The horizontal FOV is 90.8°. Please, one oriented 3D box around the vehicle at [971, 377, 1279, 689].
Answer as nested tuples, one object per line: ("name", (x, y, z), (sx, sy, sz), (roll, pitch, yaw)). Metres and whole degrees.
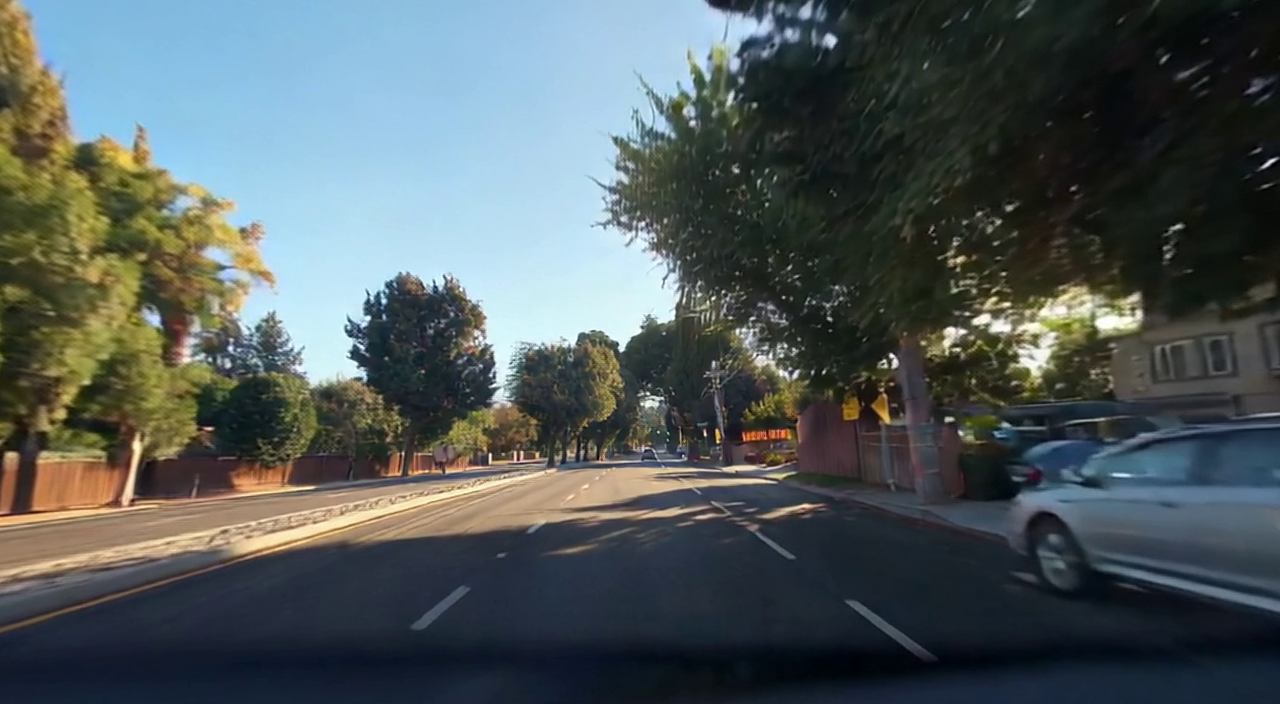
("vehicle", (4.584, 1.091, 4.134), (2.092, 1.713, 4.830), (0, -8, -1))
